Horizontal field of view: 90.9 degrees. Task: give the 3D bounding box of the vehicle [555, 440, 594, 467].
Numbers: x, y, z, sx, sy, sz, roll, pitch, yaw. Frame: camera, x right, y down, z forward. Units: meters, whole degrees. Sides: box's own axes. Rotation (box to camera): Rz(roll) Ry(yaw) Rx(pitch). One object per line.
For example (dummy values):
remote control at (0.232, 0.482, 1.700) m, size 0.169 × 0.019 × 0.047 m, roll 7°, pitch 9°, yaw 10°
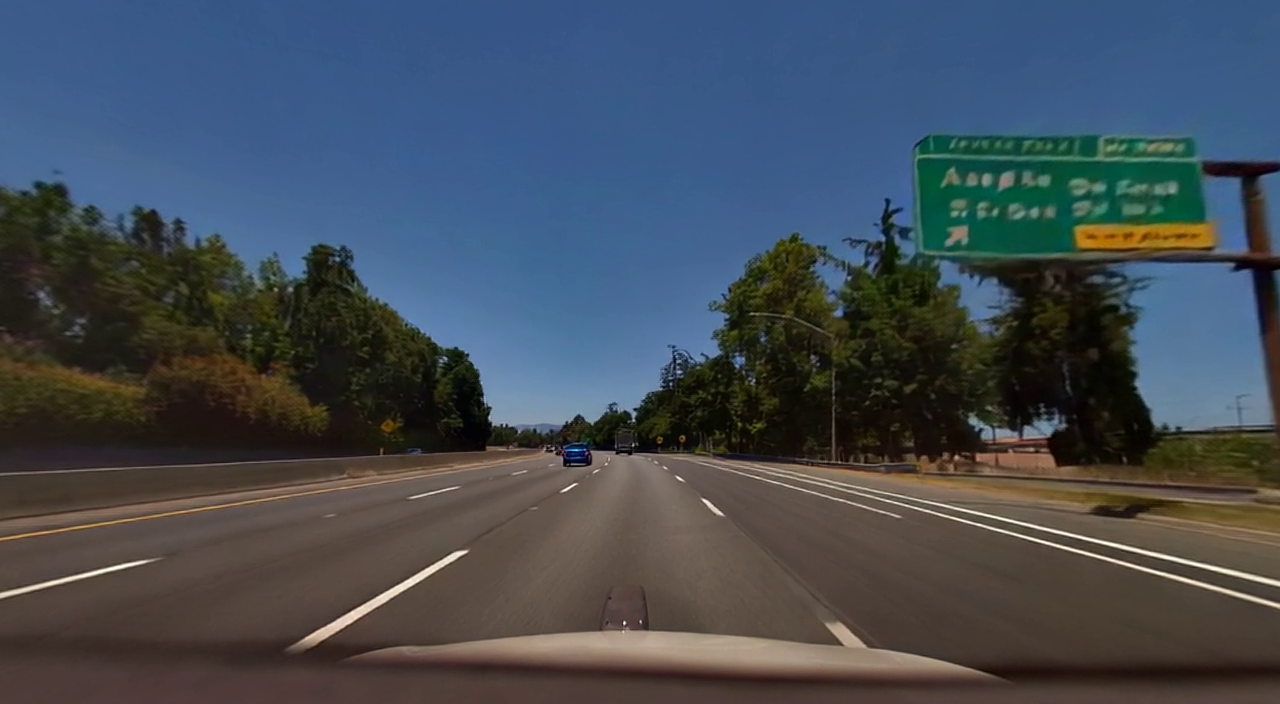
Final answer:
vehicle at (-4.387, 6.887, 42.857) m, size 2.162 × 1.724 × 4.537 m, roll 0°, pitch -8°, yaw -1°
